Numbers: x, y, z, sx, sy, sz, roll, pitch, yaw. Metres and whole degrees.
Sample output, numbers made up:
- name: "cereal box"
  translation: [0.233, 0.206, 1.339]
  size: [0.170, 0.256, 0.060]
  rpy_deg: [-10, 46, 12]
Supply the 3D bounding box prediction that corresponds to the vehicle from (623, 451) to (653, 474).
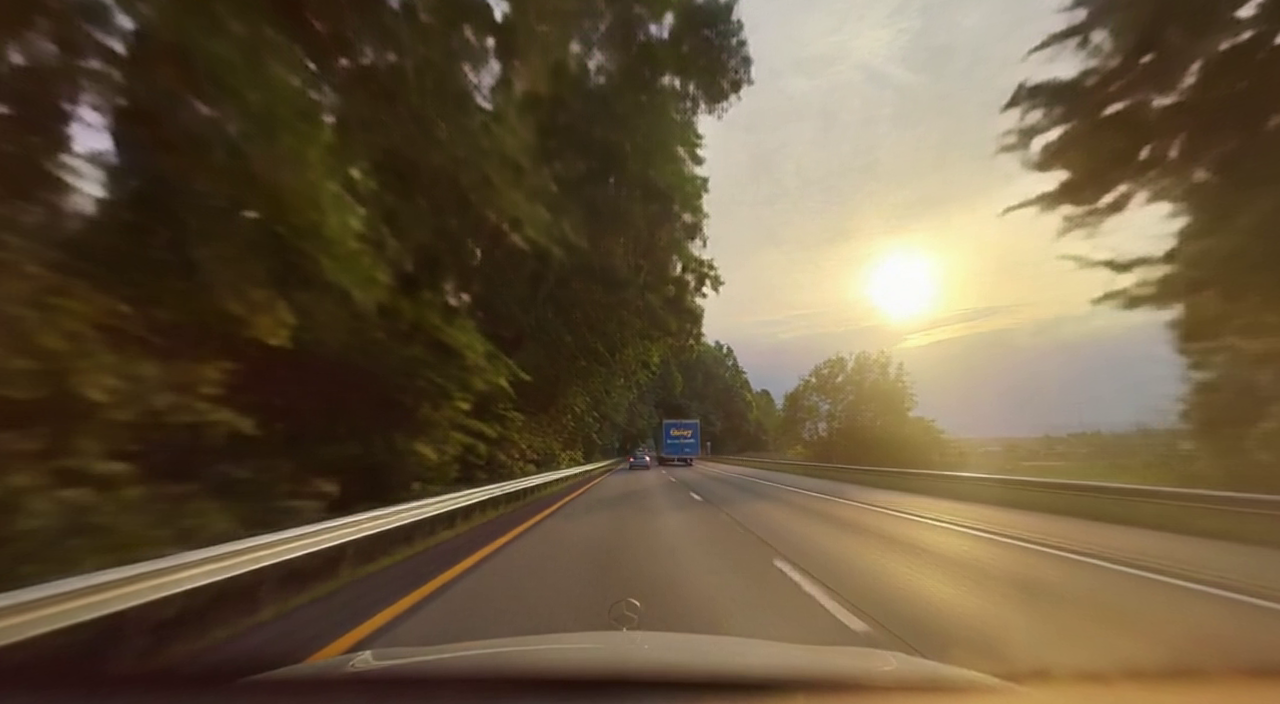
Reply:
- name: "vehicle"
  translation: [-0.124, 7.788, 44.674]
  size: [2.057, 1.528, 3.958]
  rpy_deg: [-1, -9, 0]
